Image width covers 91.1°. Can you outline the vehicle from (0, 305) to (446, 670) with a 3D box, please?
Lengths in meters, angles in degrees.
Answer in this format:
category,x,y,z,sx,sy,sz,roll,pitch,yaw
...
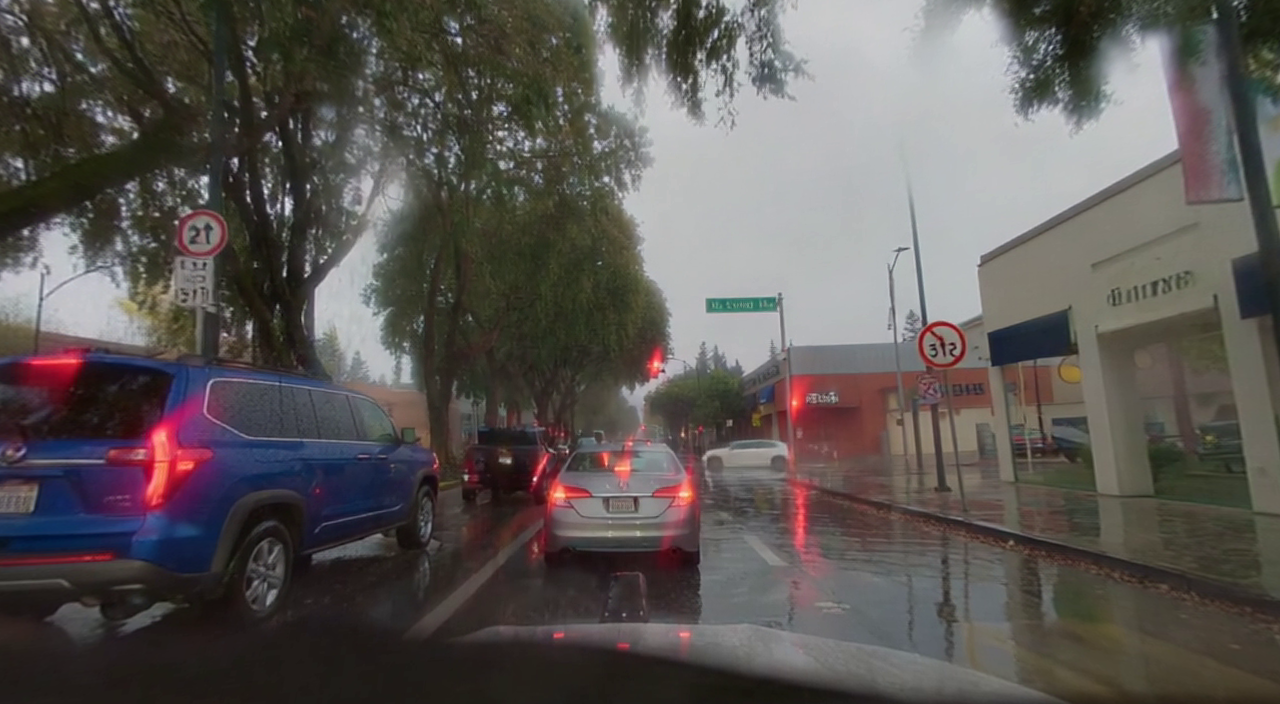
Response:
category,x,y,z,sx,sy,sz,roll,pitch,yaw
vehicle,-3.812,1.132,6.227,2.152,2.118,5.066,0,-8,0

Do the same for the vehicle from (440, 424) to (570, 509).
category,x,y,z,sx,sy,sz,roll,pitch,yaw
vehicle,-2.924,2.596,14.617,2.047,1.664,4.148,0,-8,1

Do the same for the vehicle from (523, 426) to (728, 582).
category,x,y,z,sx,sy,sz,roll,pitch,yaw
vehicle,-0.169,1.780,8.188,1.966,1.481,4.146,0,-8,-1

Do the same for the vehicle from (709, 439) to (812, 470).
category,x,y,z,sx,sy,sz,roll,pitch,yaw
vehicle,6.130,5.232,32.203,4.809,1.476,1.845,1,-9,-9
